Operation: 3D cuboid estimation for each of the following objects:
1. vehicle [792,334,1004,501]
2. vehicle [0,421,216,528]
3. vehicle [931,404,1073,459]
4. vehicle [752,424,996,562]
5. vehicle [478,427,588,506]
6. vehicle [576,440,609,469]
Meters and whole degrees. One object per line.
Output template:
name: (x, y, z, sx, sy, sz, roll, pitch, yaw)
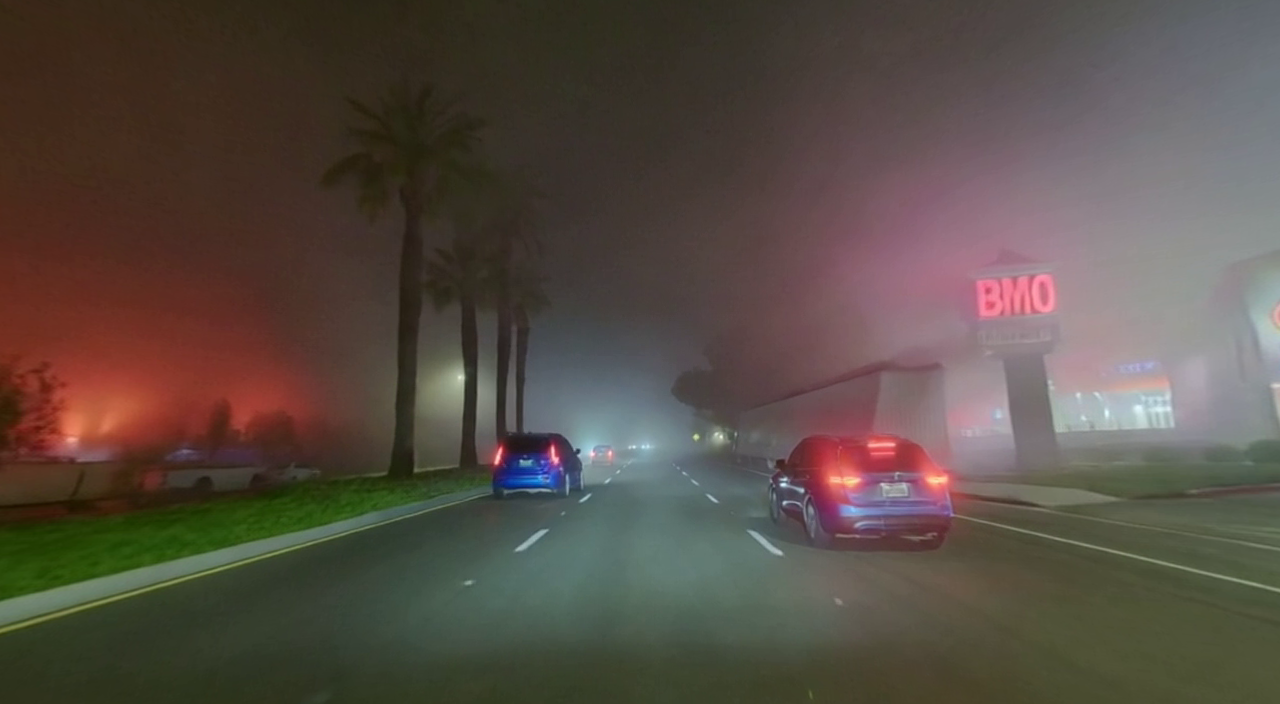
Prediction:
vehicle: (7.103, 2.107, 19.090, 2.902, 3.992, 8.073, 0, -8, 0)
vehicle: (-21.509, 4.592, 24.742, 3.030, 3.354, 9.135, -1, -9, 2)
vehicle: (18.028, 4.060, 31.677, 5.858, 2.544, 2.273, -5, -10, 30)
vehicle: (3.002, 1.896, 9.201, 1.946, 1.513, 4.133, 0, -9, 0)
vehicle: (-2.695, 3.020, 17.026, 2.058, 1.804, 4.391, -1, -9, 2)
vehicle: (-3.065, 6.711, 41.398, 1.998, 1.743, 4.402, 0, -9, -2)
